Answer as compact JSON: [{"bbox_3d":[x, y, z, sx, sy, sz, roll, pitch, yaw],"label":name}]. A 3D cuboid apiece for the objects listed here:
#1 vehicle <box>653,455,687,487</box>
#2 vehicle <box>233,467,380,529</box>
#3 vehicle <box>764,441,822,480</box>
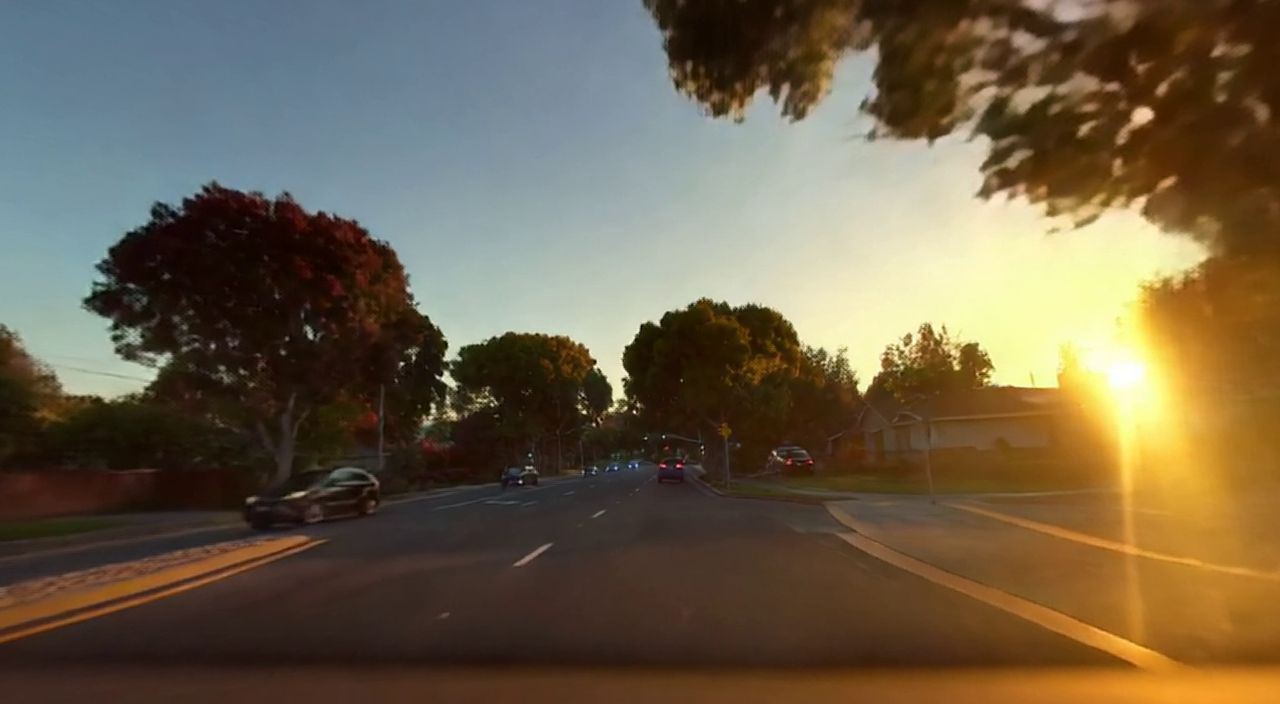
[{"bbox_3d":[1.972,7.621,40.421,2.059,1.908,4.714,0,-10,4],"label":"vehicle"},{"bbox_3d":[-10.760,4.715,20.810,2.014,1.734,4.482,0,-10,6],"label":"vehicle"},{"bbox_3d":[9.959,7.184,41.550,2.531,2.263,6.802,0,-10,4],"label":"vehicle"}]
